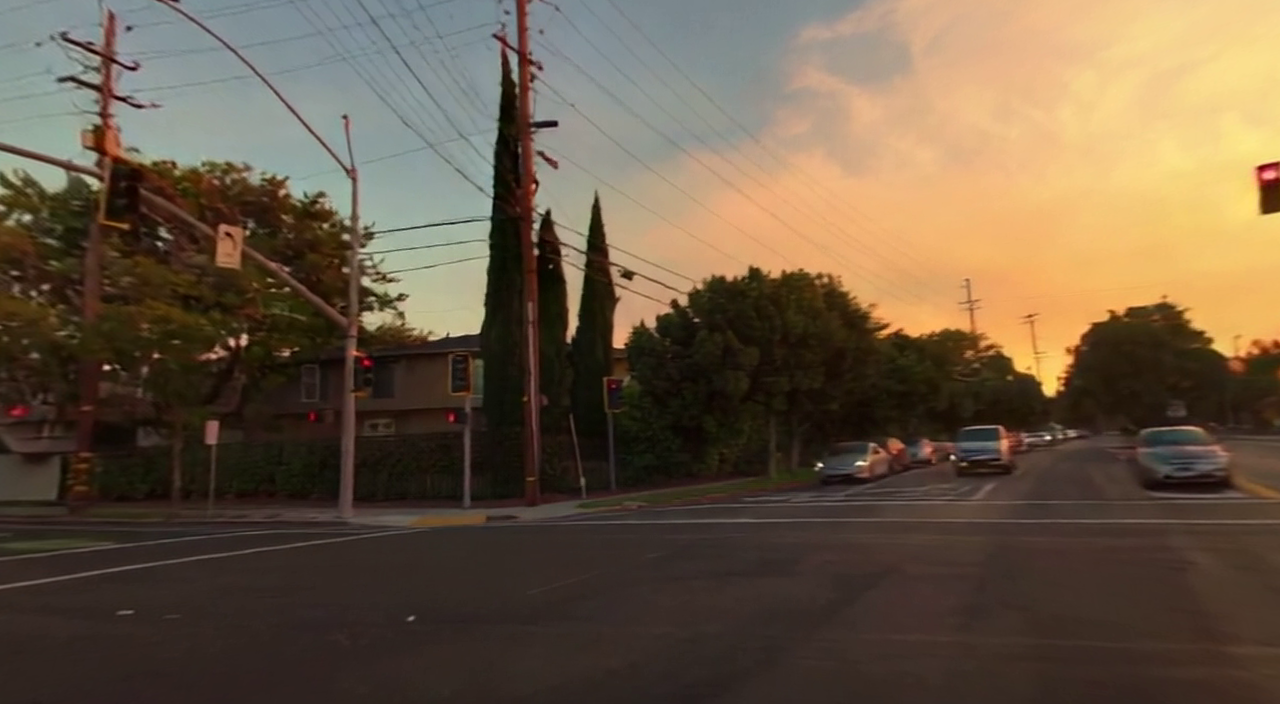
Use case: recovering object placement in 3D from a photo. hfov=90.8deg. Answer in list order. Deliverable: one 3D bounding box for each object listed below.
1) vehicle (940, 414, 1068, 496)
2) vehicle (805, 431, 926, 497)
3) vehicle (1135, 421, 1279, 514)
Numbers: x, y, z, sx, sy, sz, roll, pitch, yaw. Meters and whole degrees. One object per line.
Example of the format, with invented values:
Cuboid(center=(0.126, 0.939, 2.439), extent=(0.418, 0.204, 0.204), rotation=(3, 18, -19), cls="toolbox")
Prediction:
Cuboid(center=(10.697, 2.953, 18.354), extent=(2.479, 1.977, 5.254), rotation=(-7, -11, 36), cls="vehicle")
Cuboid(center=(7.219, 3.464, 19.943), extent=(2.241, 1.819, 4.690), rotation=(-7, -11, 36), cls="vehicle")
Cuboid(center=(11.504, 2.145, 12.107), extent=(2.174, 1.477, 4.805), rotation=(-5, -10, 27), cls="vehicle")
